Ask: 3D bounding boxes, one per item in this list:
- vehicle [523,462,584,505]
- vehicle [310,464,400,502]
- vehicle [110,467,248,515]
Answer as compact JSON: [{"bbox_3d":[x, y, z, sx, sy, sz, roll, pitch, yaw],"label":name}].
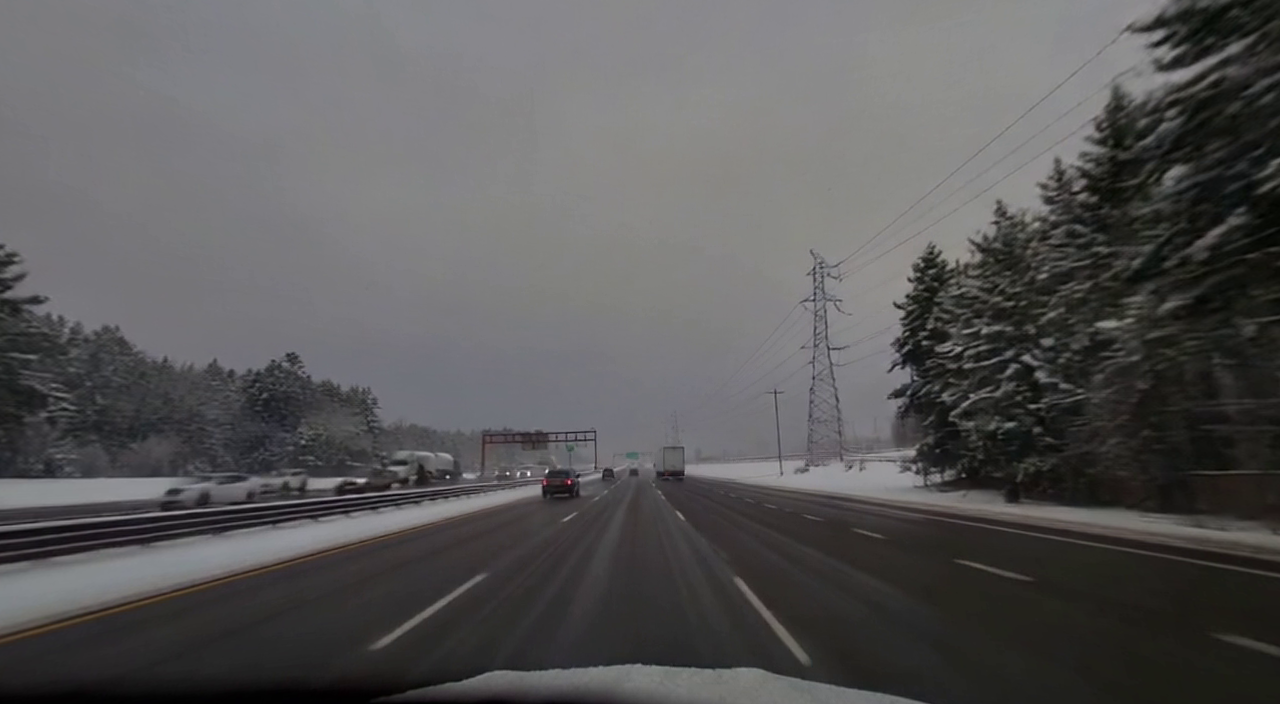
[{"bbox_3d":[-3.495,5.417,26.191,1.942,1.597,3.943,1,-11,0],"label":"vehicle"},{"bbox_3d":[-12.435,5.728,27.801,1.922,1.495,4.213,1,-11,0],"label":"vehicle"},{"bbox_3d":[-15.988,4.823,22.155,1.825,1.468,3.919,1,-11,0],"label":"vehicle"}]
